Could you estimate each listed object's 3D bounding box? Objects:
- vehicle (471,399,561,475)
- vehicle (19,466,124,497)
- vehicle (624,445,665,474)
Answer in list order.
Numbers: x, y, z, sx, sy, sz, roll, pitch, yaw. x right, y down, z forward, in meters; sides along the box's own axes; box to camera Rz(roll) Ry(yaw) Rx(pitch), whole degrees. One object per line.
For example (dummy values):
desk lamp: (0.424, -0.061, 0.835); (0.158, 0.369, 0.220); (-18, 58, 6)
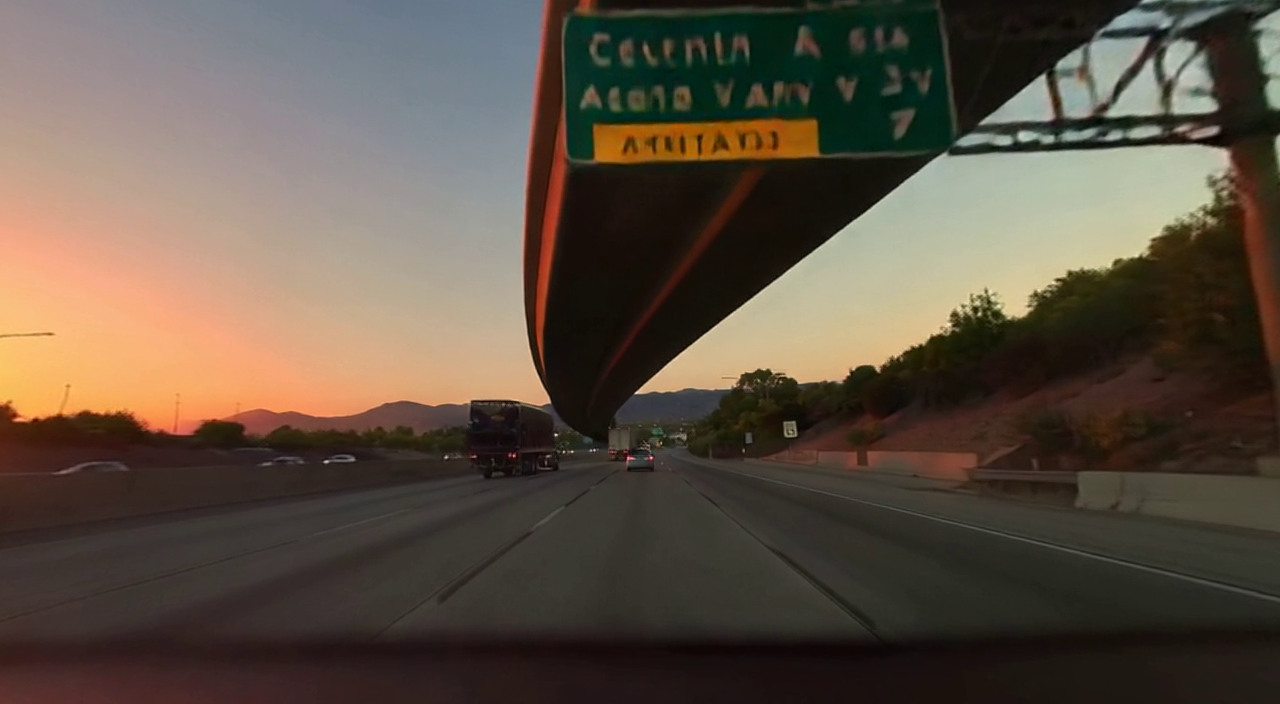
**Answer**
vehicle: (-6.994, 5.140, 37.547); (3.067, 3.804, 11.136); (0, -9, 0)
vehicle: (-31.398, 7.133, 34.989); (1.765, 1.472, 4.346); (0, -9, 0)
vehicle: (0.193, 5.791, 34.132); (2.066, 1.469, 4.050); (0, -9, -1)
